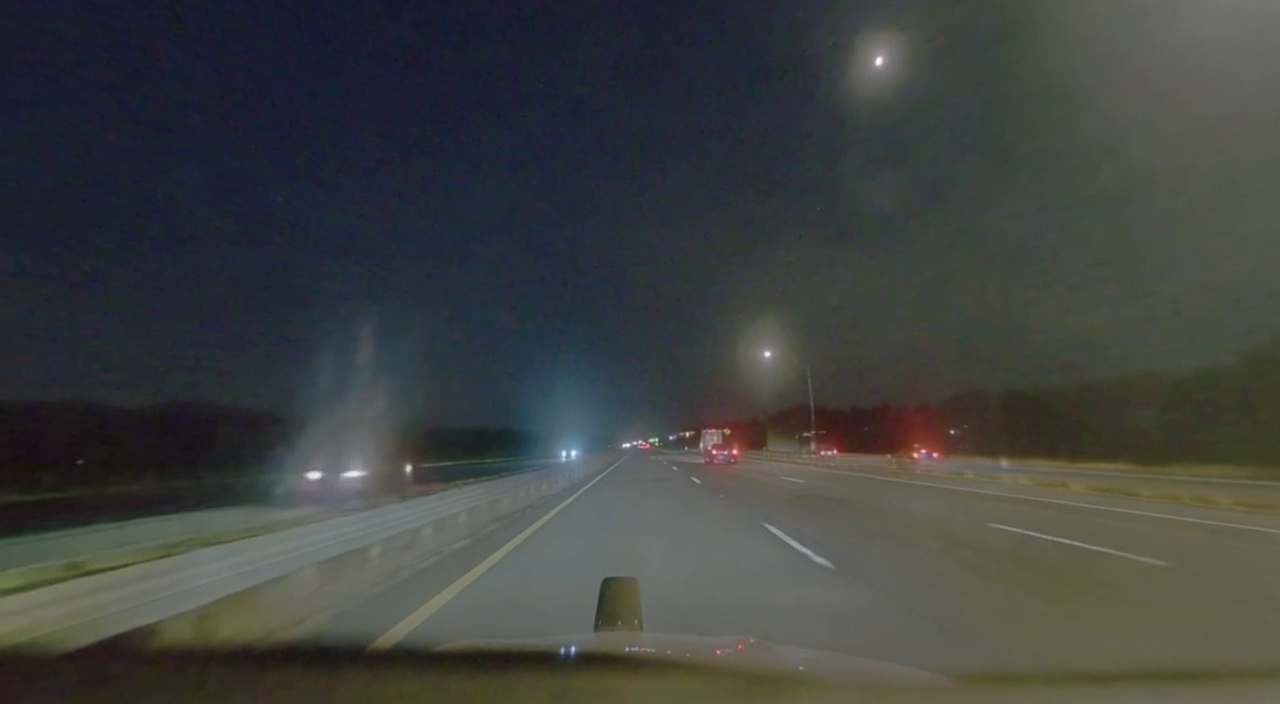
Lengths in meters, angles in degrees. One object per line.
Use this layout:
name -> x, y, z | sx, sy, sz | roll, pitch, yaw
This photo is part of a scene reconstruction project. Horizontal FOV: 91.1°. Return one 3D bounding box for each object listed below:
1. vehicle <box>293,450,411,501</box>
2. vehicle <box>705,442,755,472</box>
vehicle -> -9.494, 4.081, 21.189 | 1.888, 1.495, 4.445 | 0, -9, -1
vehicle -> 4.515, 5.345, 32.126 | 1.923, 1.408, 3.835 | 0, -9, -1
